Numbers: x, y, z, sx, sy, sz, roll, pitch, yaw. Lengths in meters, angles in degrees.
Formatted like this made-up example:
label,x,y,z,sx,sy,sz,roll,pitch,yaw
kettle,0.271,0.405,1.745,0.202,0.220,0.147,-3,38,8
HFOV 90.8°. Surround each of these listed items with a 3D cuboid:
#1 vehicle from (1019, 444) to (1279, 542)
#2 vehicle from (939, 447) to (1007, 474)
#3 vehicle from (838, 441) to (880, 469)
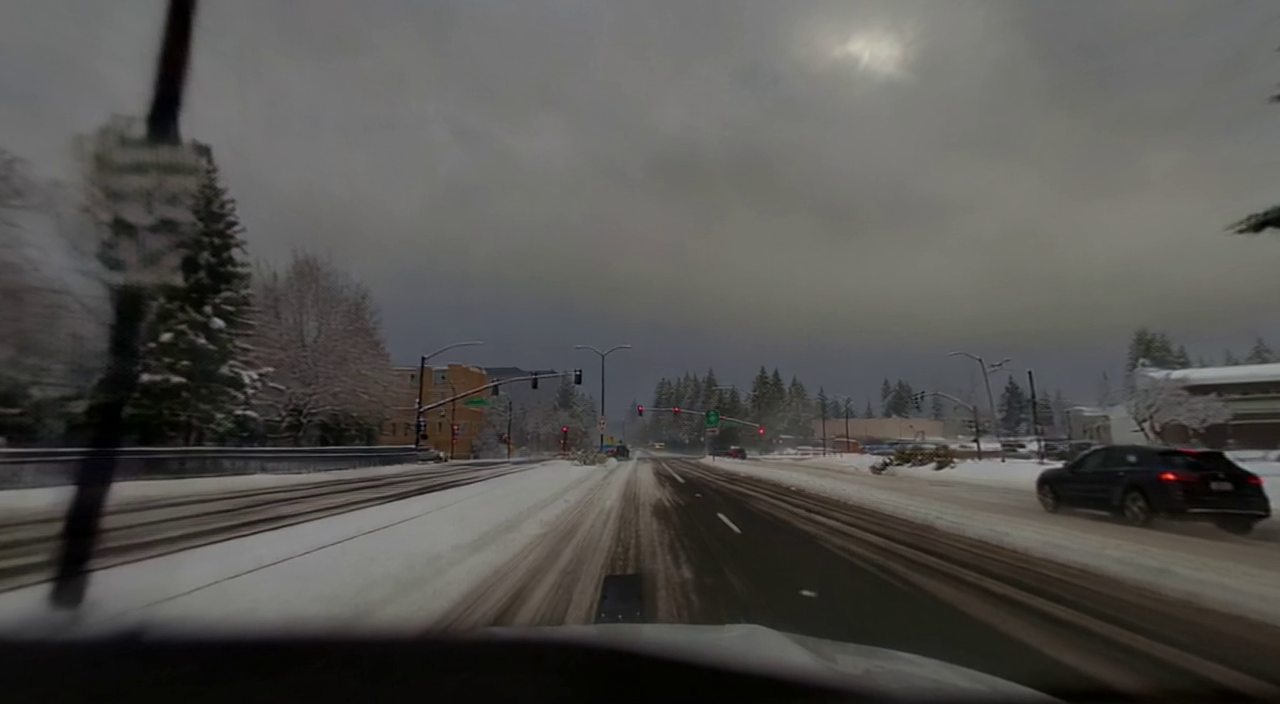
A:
label,x,y,z,sx,sy,sz,roll,pitch,yaw
vehicle,9.631,2.534,12.125,1.933,1.500,4.458,0,-8,0
vehicle,20.587,6.695,39.302,1.896,1.524,4.562,0,-8,2
vehicle,15.012,7.046,43.494,1.951,1.843,4.335,-1,-8,9
